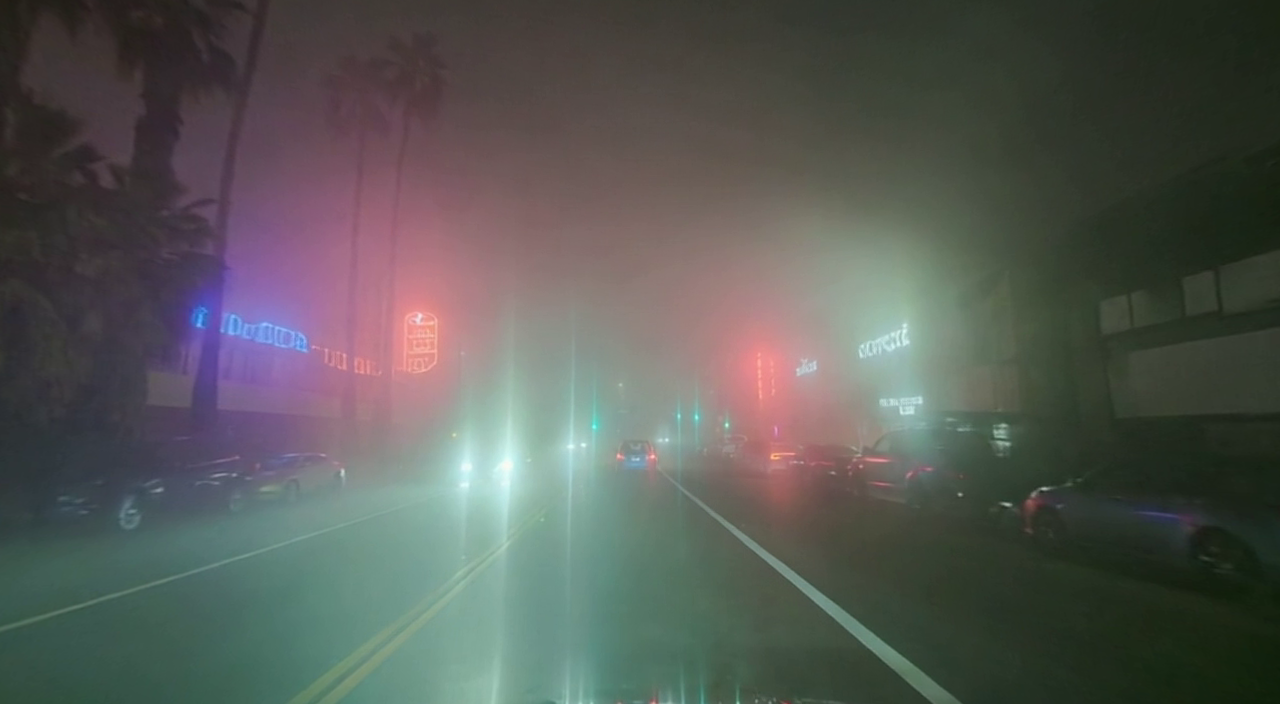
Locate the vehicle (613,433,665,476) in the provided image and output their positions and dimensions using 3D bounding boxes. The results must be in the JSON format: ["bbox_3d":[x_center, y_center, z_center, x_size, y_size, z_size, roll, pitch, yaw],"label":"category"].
[{"bbox_3d":[-0.071,4.344,27.032,2.063,1.664,4.471,0,-8,-1],"label":"vehicle"}]

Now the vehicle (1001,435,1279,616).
[{"bbox_3d":[6.226,1.667,6.819,1.786,1.492,4.874,0,-8,0],"label":"vehicle"}]

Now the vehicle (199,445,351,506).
[{"bbox_3d":[-9.920,3.340,17.623,1.786,1.476,4.117,0,-8,0],"label":"vehicle"}]

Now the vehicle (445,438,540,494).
[{"bbox_3d":[-4.193,3.283,18.666,1.916,1.453,4.315,0,-8,-2],"label":"vehicle"}]

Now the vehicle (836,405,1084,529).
[{"bbox_3d":[6.307,2.350,13.625,2.257,2.074,5.857,0,-8,0],"label":"vehicle"}]

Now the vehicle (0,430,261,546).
[{"bbox_3d":[-9.766,2.477,12.493,1.818,1.740,4.555,-3,-7,-1],"label":"vehicle"}]
